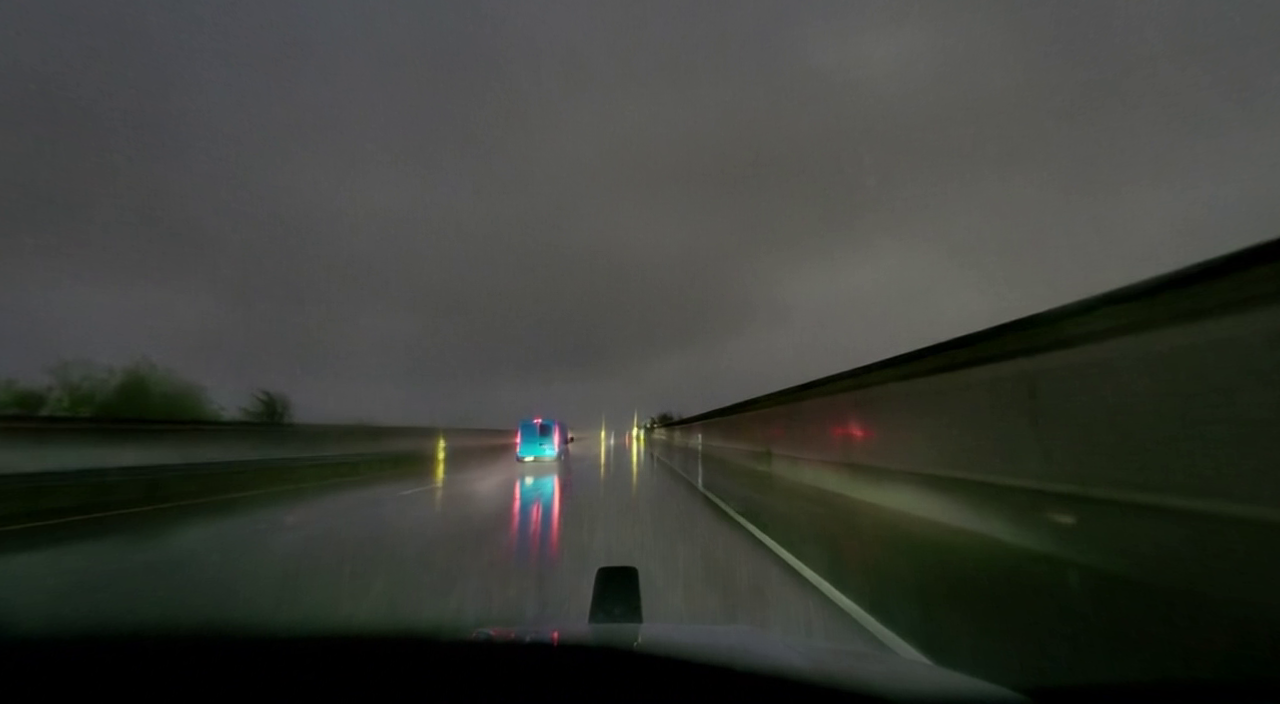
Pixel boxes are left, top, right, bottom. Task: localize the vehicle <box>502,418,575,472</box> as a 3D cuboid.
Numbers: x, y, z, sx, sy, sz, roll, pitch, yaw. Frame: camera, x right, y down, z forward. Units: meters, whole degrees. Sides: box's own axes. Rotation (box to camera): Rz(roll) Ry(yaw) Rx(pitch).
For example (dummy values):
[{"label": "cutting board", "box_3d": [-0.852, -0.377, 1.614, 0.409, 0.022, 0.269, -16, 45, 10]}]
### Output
[{"label": "vehicle", "box_3d": [-4.195, 3.949, 26.897, 2.309, 2.053, 4.884, 0, -8, 0]}]
